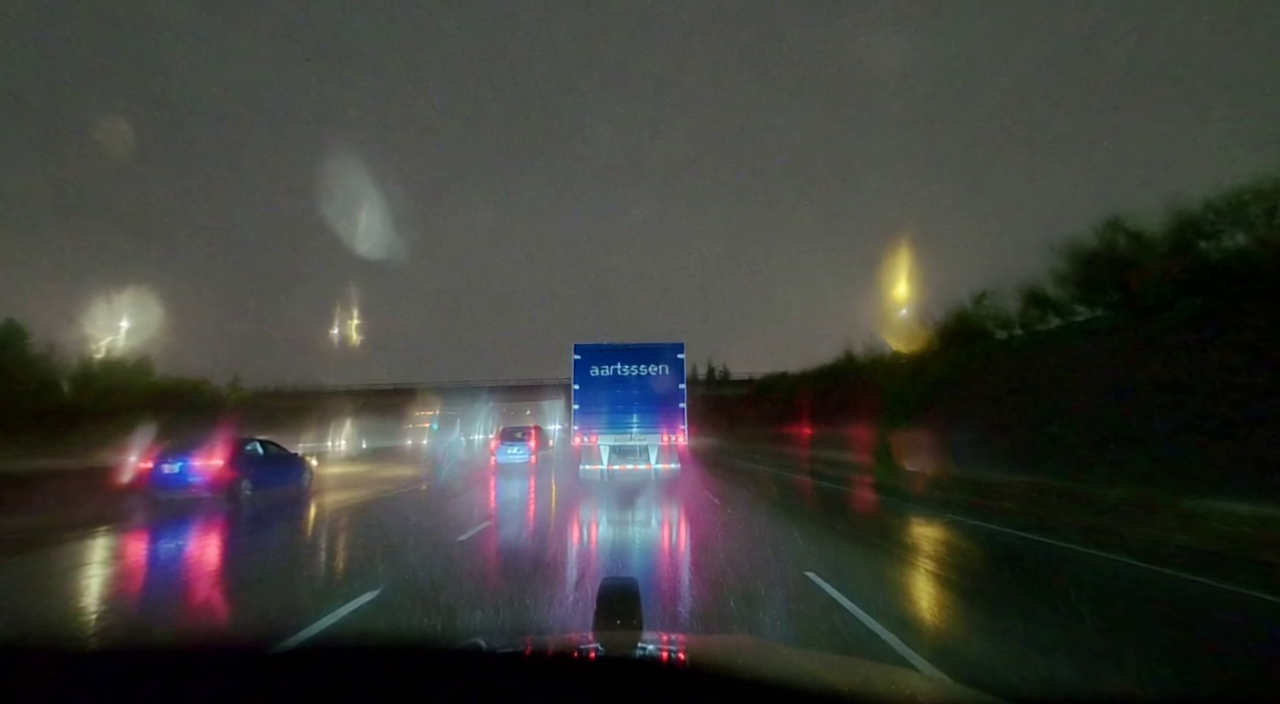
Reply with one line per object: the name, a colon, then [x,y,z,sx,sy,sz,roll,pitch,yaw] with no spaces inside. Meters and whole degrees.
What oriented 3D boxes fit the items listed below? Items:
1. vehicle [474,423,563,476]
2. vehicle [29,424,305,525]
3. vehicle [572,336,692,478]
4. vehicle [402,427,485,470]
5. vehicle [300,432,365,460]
vehicle: [-4.164,3.440,22.519,2.168,1.671,4.888,0,-8,1]
vehicle: [-8.115,2.094,11.389,1.940,1.488,3.976,0,-8,-1]
vehicle: [-0.275,2.295,23.581,3.442,4.106,10.719,0,-8,-1]
vehicle: [-7.945,3.938,25.935,1.981,1.574,4.561,0,-8,-1]
vehicle: [-23.606,7.189,48.508,2.265,2.029,5.280,0,-8,0]
